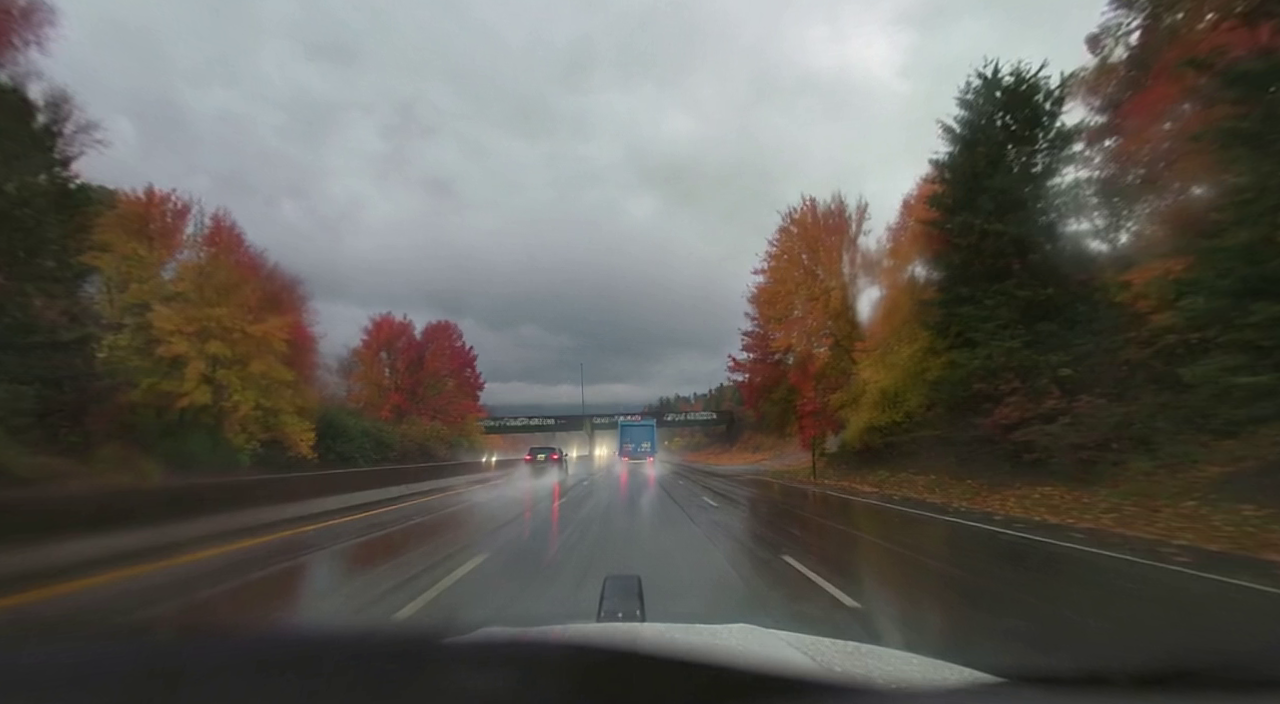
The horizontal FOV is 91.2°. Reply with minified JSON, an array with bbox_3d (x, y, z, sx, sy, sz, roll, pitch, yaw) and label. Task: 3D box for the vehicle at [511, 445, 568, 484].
[{"bbox_3d":[-4.305,4.874,27.384,1.892,1.529,3.996,0,-9,-1],"label":"vehicle"}]
